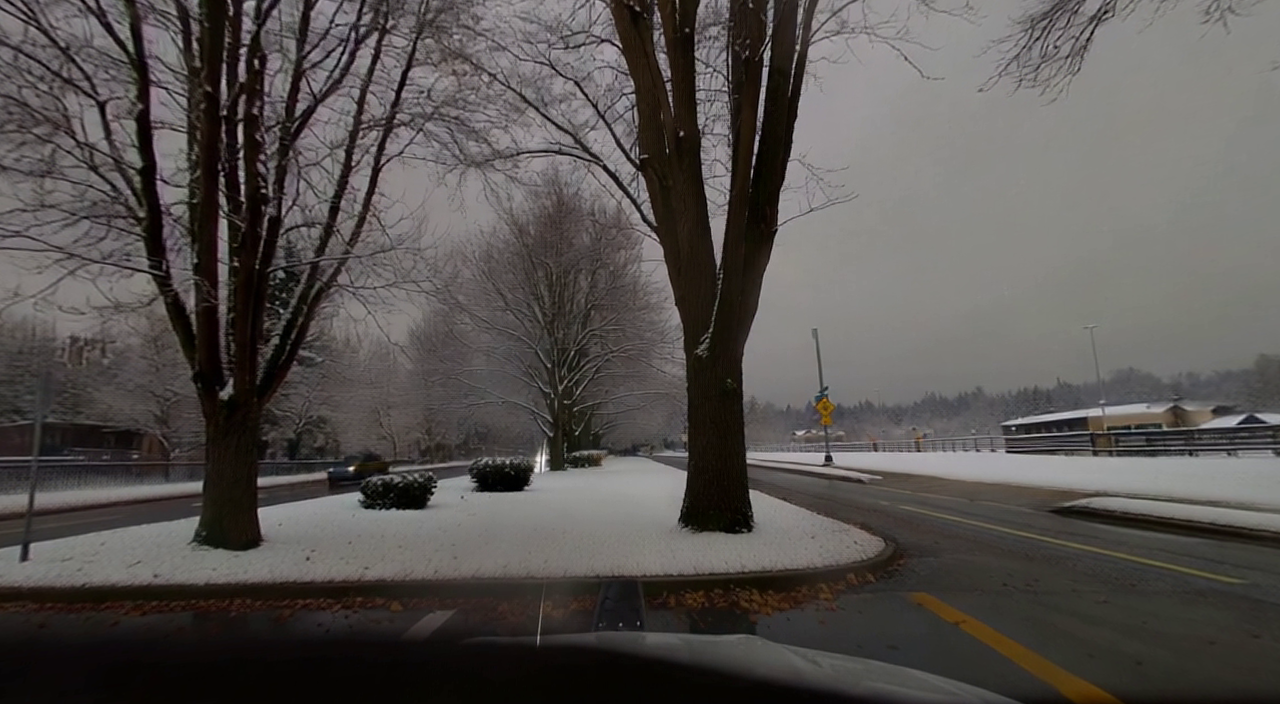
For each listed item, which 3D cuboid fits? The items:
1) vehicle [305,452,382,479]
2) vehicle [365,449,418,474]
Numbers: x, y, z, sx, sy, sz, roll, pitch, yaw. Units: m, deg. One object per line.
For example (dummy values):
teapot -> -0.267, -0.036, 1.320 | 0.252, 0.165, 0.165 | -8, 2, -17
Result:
vehicle -> -19.589, 7.460, 41.782 | 1.907, 1.644, 4.410 | -3, -9, 21
vehicle -> -18.017, 7.902, 45.780 | 1.902, 1.720, 3.248 | -3, -9, 18
